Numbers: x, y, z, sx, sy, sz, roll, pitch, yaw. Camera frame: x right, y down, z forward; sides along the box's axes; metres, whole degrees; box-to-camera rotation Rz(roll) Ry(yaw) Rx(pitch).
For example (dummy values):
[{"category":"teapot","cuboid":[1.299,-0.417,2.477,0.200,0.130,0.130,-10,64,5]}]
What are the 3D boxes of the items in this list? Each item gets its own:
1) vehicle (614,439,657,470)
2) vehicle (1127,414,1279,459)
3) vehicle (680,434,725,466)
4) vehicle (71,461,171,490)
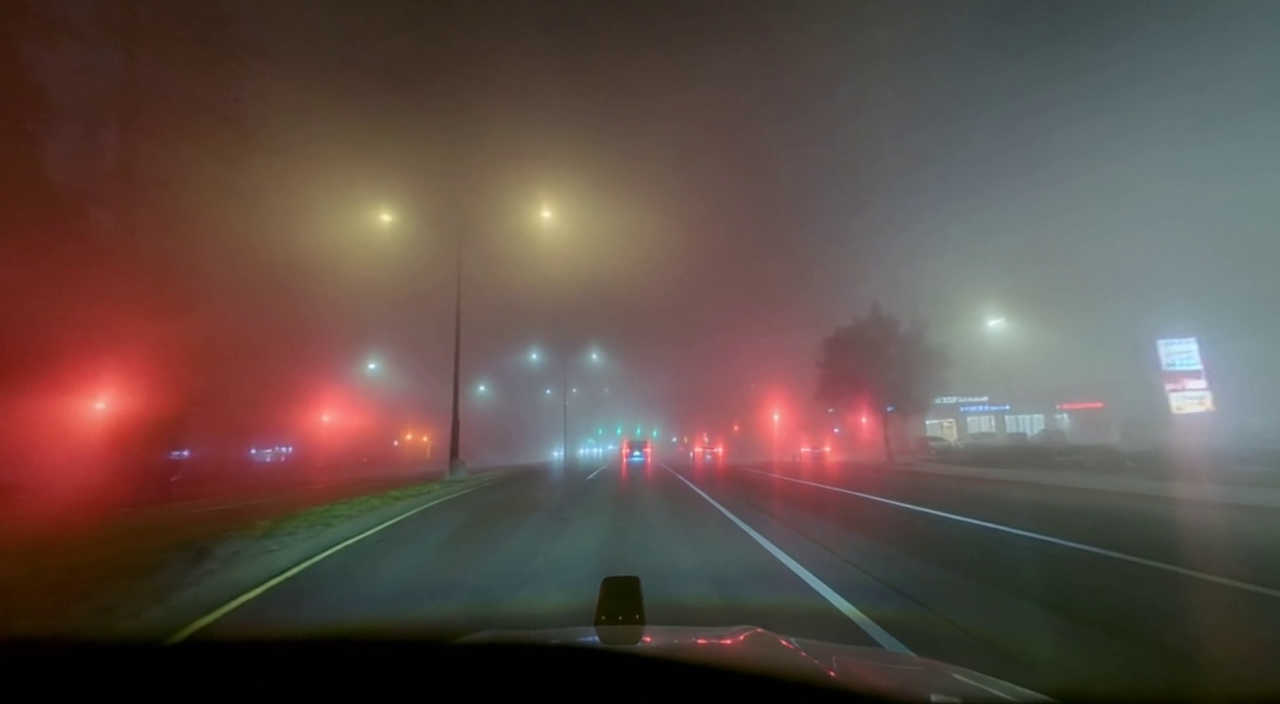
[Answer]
[{"category":"vehicle","cuboid":[-0.266,5.397,33.442,2.110,1.476,4.294,0,-9,-1]},{"category":"vehicle","cuboid":[20.438,2.986,22.221,4.813,1.483,2.129,0,-9,0]},{"category":"vehicle","cuboid":[3.440,5.557,35.782,2.100,1.683,4.231,0,-9,0]},{"category":"vehicle","cuboid":[-29.936,7.105,36.524,4.033,1.531,1.789,0,-9,-3]}]
